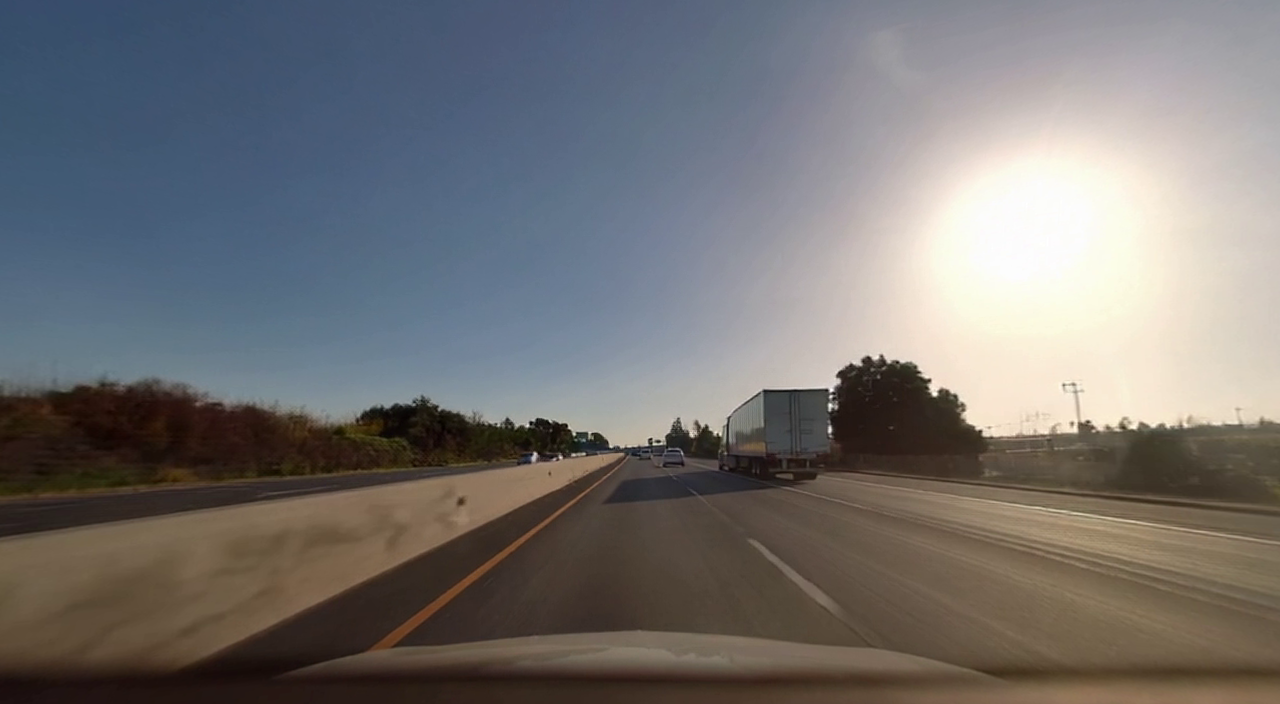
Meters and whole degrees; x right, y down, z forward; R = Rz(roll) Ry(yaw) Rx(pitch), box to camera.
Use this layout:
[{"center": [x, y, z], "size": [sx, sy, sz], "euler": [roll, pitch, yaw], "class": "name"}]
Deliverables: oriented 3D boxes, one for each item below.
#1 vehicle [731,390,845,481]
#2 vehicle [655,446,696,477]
[{"center": [7.658, 4.794, 35.240], "size": [2.907, 4.042, 13.858], "euler": [0, -9, 0], "class": "vehicle"}, {"center": [1.885, 5.964, 34.335], "size": [2.024, 1.579, 3.707], "euler": [-1, -9, 1], "class": "vehicle"}]
